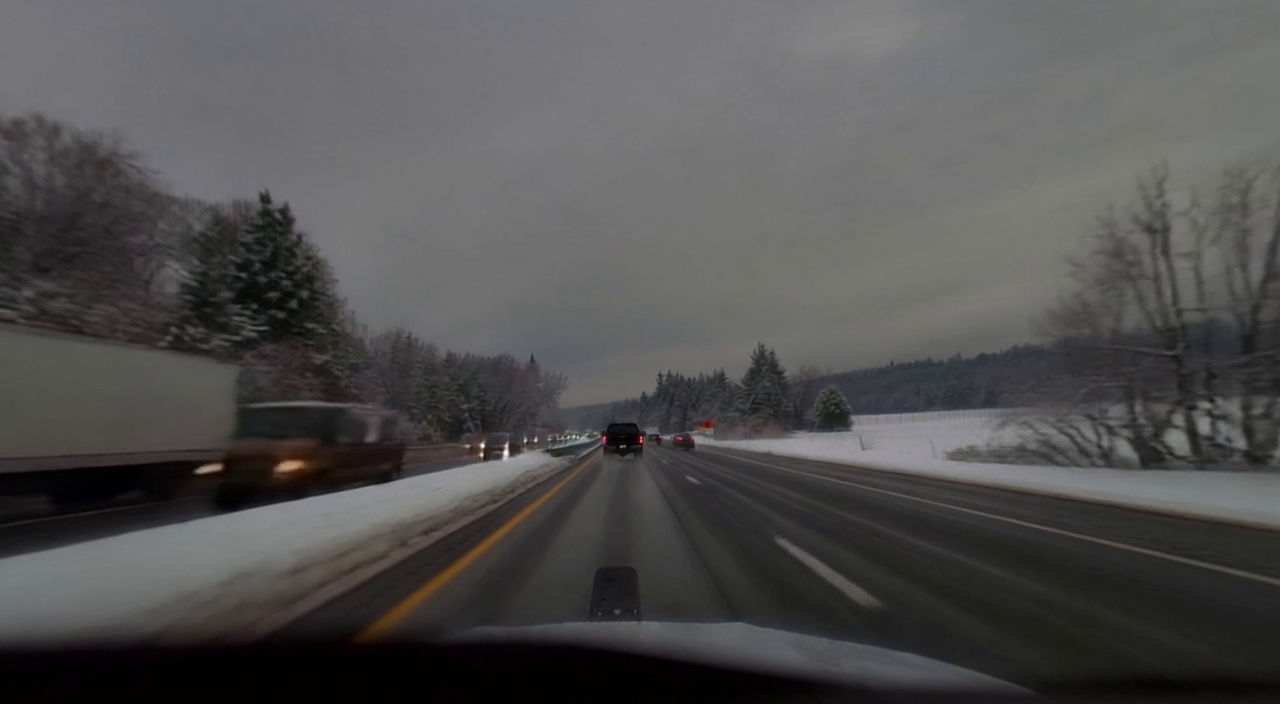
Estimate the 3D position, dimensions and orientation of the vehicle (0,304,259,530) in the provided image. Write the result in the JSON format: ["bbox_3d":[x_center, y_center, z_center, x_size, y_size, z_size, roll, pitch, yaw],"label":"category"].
[{"bbox_3d":[-13.804,1.379,12.990,3.183,4.272,14.168,0,-8,-1],"label":"vehicle"}]

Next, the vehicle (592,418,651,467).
[{"bbox_3d":[-0.852,4.146,29.028,2.503,2.044,4.633,0,-8,-2],"label":"vehicle"}]

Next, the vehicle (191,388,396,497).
[{"bbox_3d":[-9.563,2.610,18.364,2.496,2.608,6.293,0,-8,-2],"label":"vehicle"}]

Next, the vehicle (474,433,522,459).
[{"bbox_3d":[-9.834,6.555,44.154,2.293,1.670,4.765,0,-8,-1],"label":"vehicle"}]
